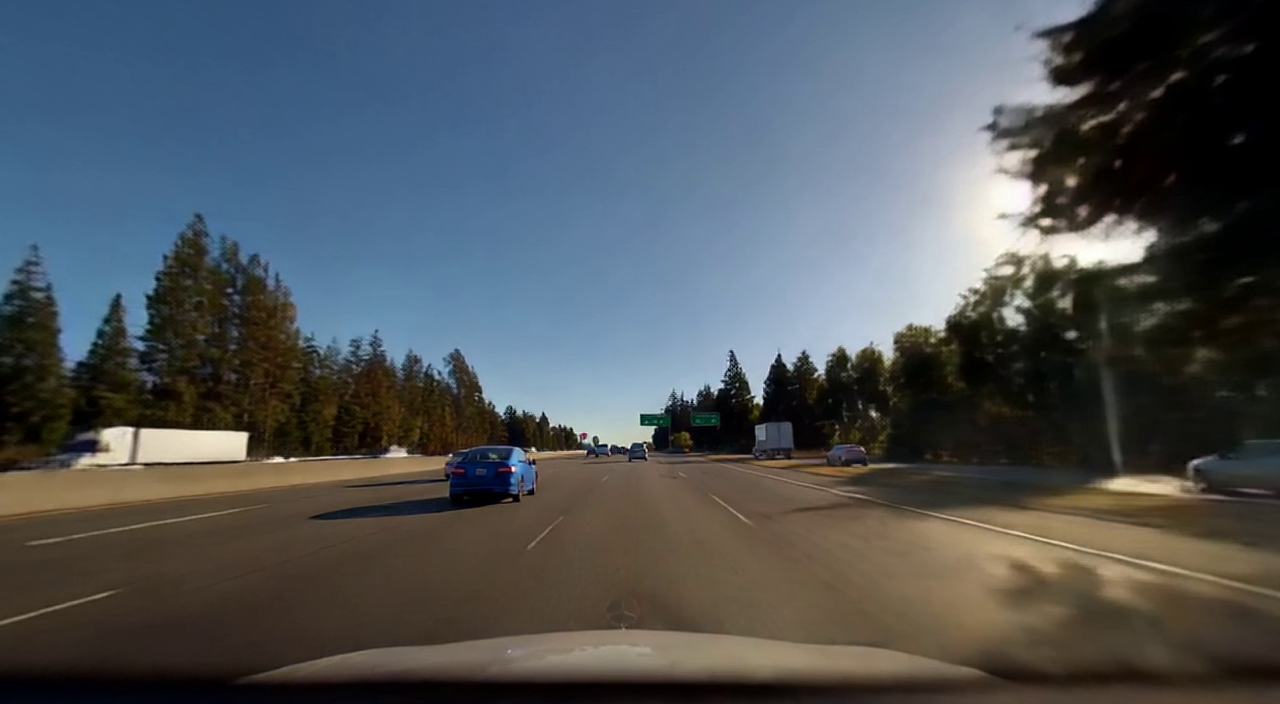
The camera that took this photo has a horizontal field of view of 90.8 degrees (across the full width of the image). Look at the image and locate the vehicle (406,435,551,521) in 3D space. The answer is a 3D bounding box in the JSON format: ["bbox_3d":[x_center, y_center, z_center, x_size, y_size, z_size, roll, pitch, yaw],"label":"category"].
[{"bbox_3d":[-3.266,2.645,13.714,2.020,1.554,4.137,0,-9,0],"label":"vehicle"}]

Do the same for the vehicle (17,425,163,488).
[{"bbox_3d":[-38.767,7.373,45.103,3.070,4.029,8.396,0,-9,-3],"label":"vehicle"}]

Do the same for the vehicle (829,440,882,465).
[{"bbox_3d":[15.740,7.390,46.528,2.081,1.707,4.756,0,-9,-2],"label":"vehicle"}]
